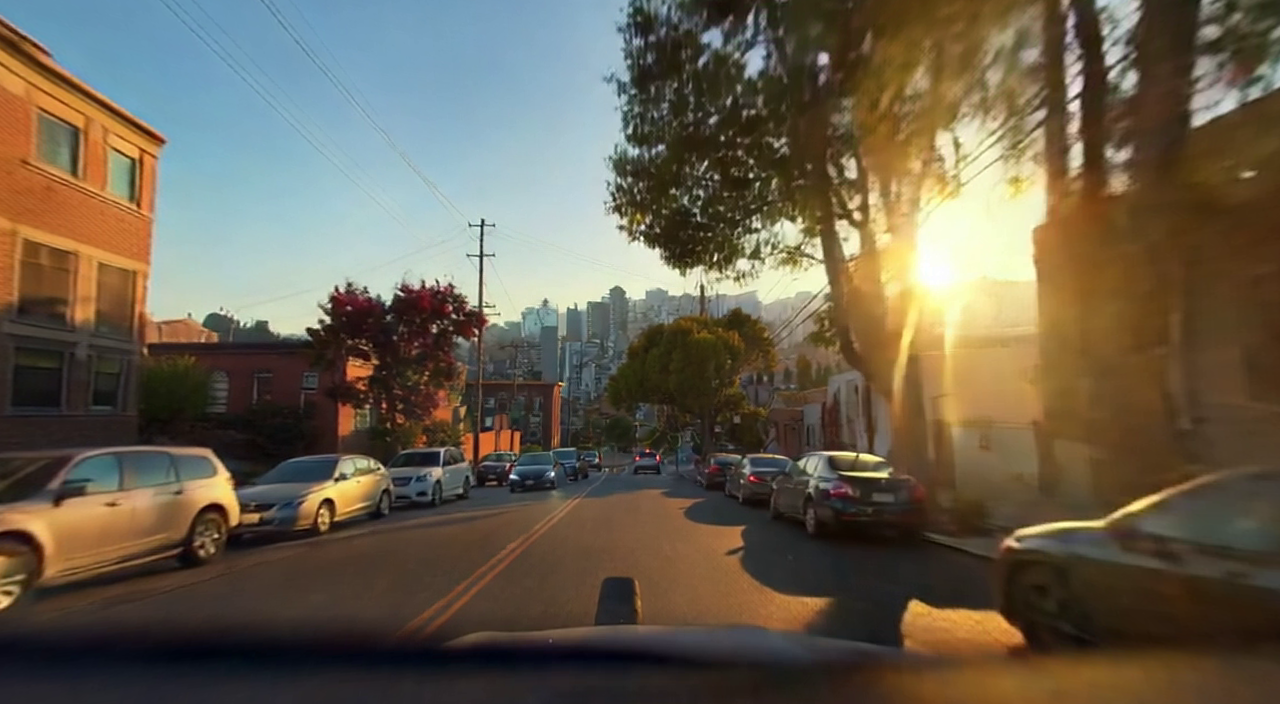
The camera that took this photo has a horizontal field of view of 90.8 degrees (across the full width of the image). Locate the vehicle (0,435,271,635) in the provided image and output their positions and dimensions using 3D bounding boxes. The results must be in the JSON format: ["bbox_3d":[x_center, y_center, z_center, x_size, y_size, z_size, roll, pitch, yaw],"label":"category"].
[{"bbox_3d":[-6.736,1.903,7.453,1.930,1.756,4.955,0,-8,-3],"label":"vehicle"}]

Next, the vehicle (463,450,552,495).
[{"bbox_3d":[-5.318,4.660,24.892,1.994,1.510,4.802,5,-10,-29],"label":"vehicle"}]

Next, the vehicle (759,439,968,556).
[{"bbox_3d":[3.414,2.274,10.674,1.895,1.553,4.235,0,-8,-1],"label":"vehicle"}]

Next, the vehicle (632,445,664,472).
[{"bbox_3d":[0.511,7.285,43.281,2.059,1.736,3.994,0,-8,0],"label":"vehicle"}]

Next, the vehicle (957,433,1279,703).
[{"bbox_3d":[3.318,1.040,2.357,1.885,1.464,4.466,0,-8,-1],"label":"vehicle"}]

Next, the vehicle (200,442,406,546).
[{"bbox_3d":[-6.658,2.787,13.196,1.925,1.759,4.396,0,-8,-1],"label":"vehicle"}]

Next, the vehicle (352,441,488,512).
[{"bbox_3d":[-6.649,3.798,20.022,2.263,1.882,5.706,0,-8,0],"label":"vehicle"}]

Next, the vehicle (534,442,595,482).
[{"bbox_3d":[-3.660,5.470,31.686,2.236,1.834,4.743,-1,-8,3],"label":"vehicle"}]
